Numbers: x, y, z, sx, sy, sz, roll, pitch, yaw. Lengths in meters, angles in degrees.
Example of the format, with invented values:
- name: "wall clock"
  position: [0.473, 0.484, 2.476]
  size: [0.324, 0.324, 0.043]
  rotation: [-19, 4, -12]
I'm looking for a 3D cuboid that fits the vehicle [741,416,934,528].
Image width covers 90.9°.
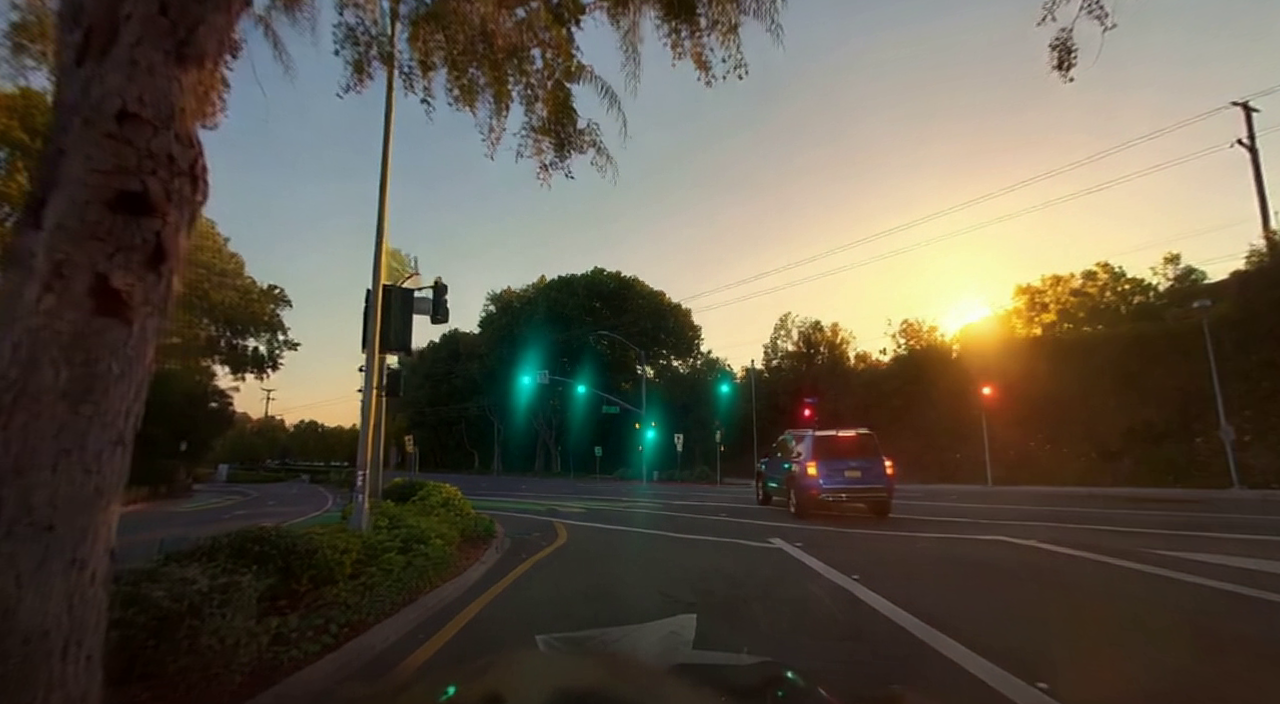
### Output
- name: "vehicle"
  position: [3.614, 2.323, 12.772]
  size: [2.284, 1.788, 4.871]
  rotation: [0, -9, -1]
